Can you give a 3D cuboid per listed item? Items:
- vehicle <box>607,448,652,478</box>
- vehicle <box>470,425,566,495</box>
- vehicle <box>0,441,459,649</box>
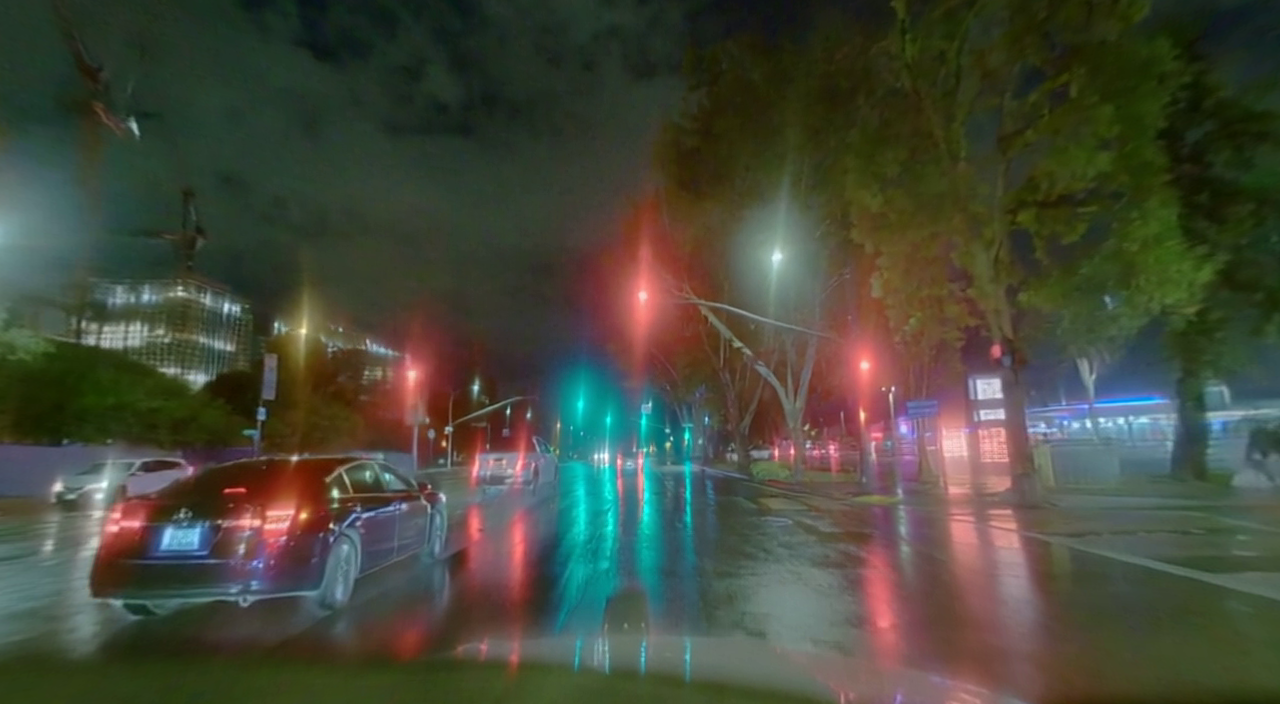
[{"bbox_3d":[-0.558,5.609,32.224,2.171,1.422,4.146,0,-9,-1],"label":"vehicle"},{"bbox_3d":[-3.865,3.535,20.925,2.240,2.054,4.662,0,-9,0],"label":"vehicle"},{"bbox_3d":[-3.549,1.670,6.650,1.959,1.406,4.527,0,-9,-1],"label":"vehicle"}]
